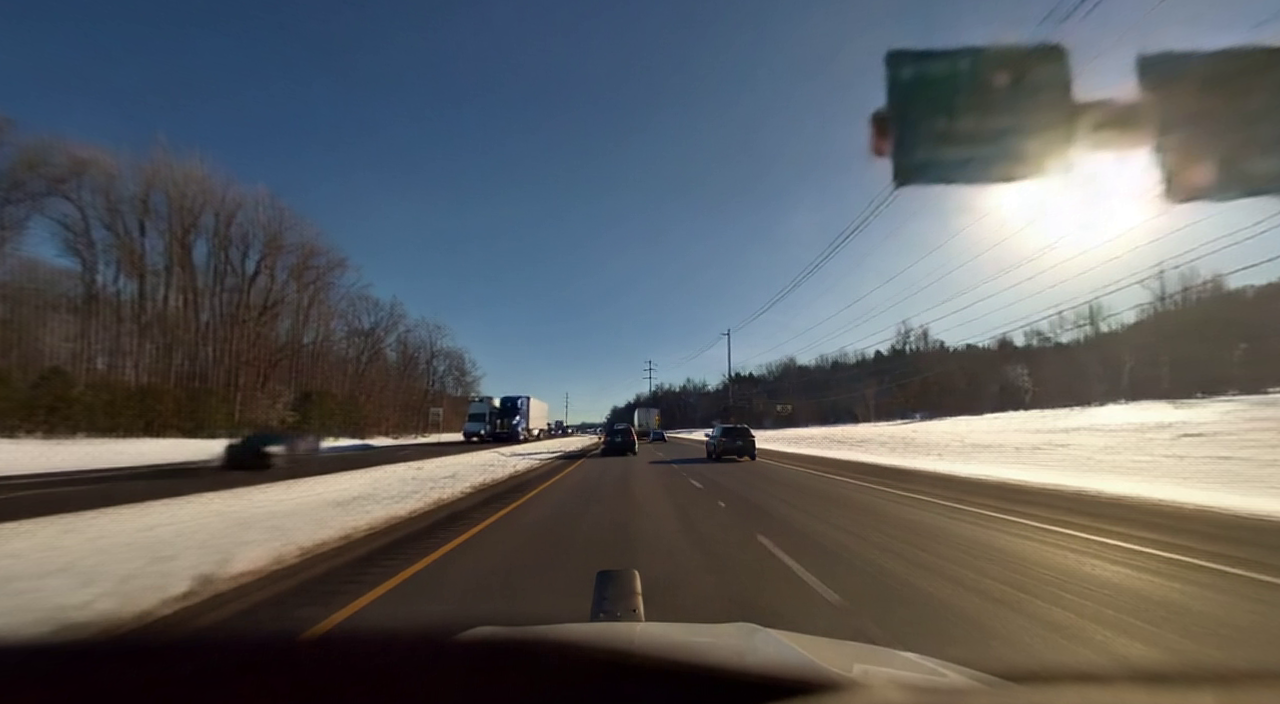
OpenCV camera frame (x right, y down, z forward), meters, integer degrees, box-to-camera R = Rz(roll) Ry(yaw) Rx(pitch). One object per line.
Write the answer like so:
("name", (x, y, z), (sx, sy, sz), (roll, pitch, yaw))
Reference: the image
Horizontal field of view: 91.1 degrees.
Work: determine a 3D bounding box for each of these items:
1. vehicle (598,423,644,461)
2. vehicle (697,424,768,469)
("vehicle", (-0.918, 4.429, 31.171), (2.134, 1.710, 4.049), (0, -7, -1))
("vehicle", (3.410, 3.583, 24.051), (2.062, 1.581, 3.914), (0, -8, -1))
